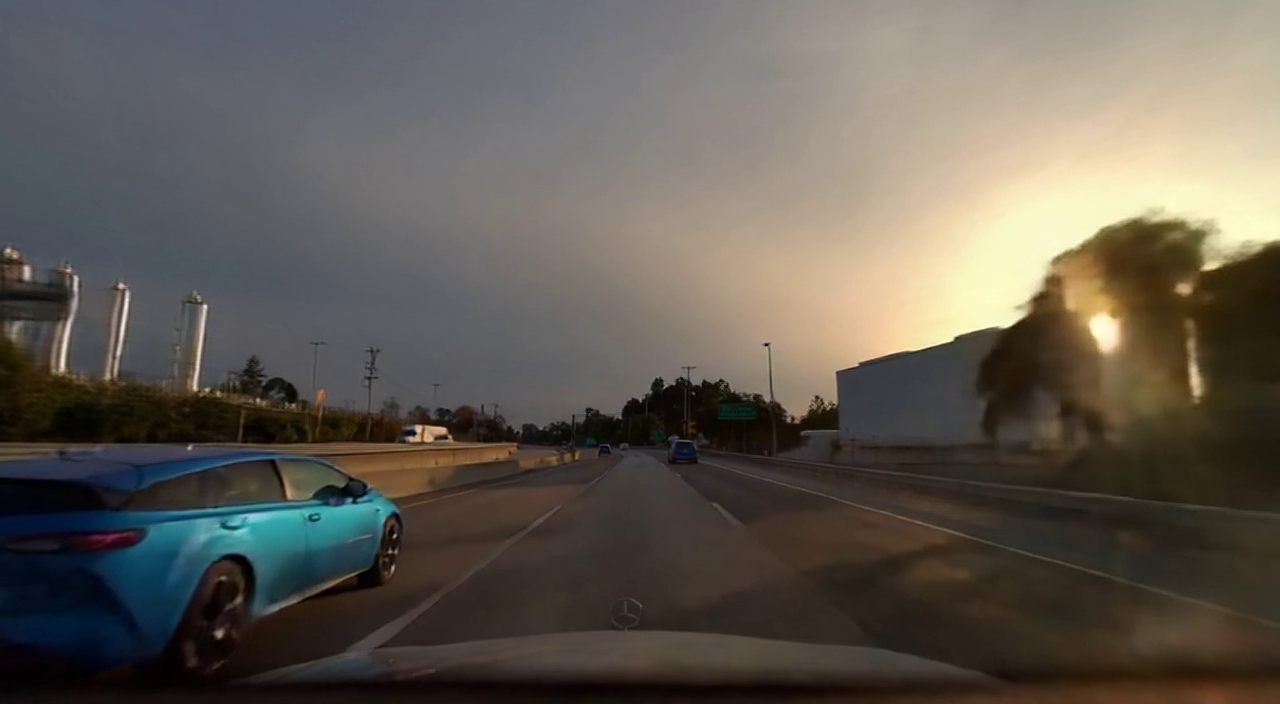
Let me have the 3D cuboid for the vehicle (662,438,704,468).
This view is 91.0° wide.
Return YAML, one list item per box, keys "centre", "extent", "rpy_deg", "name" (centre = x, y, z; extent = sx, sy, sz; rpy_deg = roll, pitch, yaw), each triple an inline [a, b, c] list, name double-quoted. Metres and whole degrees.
- centre: [2.694, 6.485, 40.651]
  extent: [2.296, 1.790, 5.067]
  rpy_deg: [0, -9, -1]
  name: "vehicle"
